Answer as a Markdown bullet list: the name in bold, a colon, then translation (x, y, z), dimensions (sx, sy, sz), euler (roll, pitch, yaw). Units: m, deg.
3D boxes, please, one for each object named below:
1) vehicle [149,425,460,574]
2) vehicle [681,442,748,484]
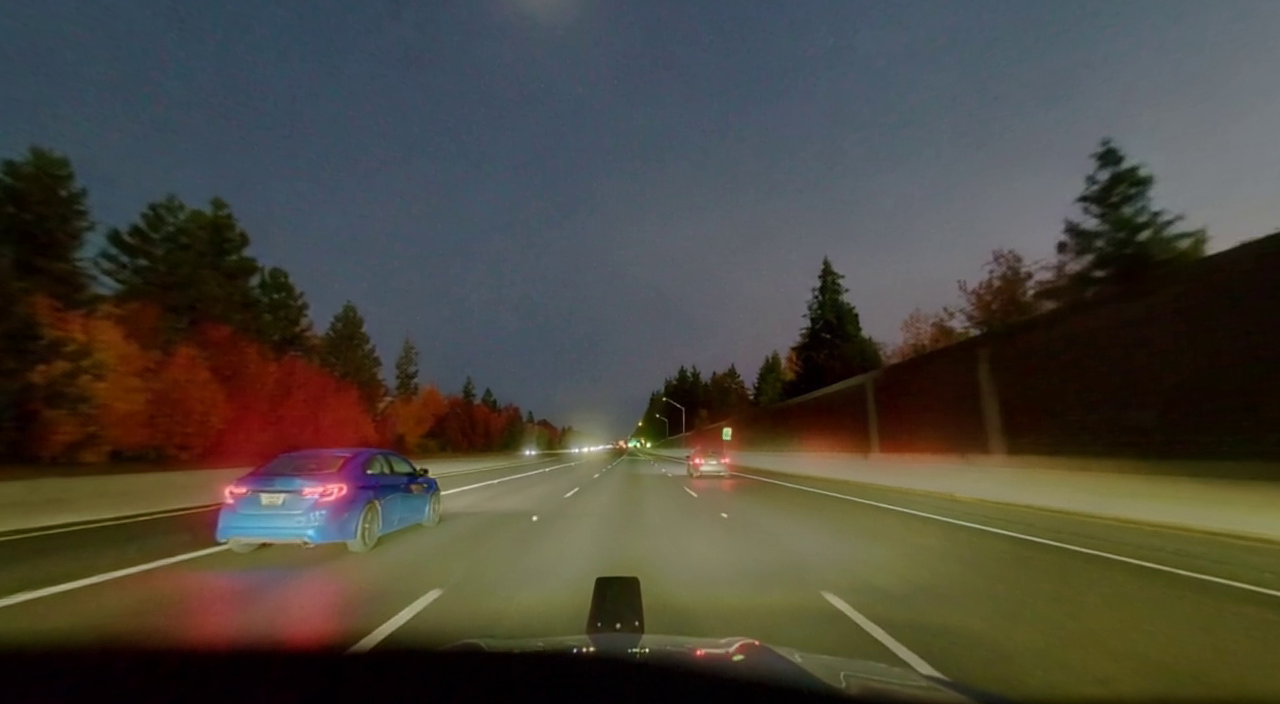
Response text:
- **vehicle**: translation (-4.201, 1.904, 8.947), dimensions (2.010, 1.550, 4.376), euler (0, -9, 0)
- **vehicle**: translation (3.037, 4.651, 26.704), dimensions (2.146, 1.573, 4.661), euler (0, -9, -1)
